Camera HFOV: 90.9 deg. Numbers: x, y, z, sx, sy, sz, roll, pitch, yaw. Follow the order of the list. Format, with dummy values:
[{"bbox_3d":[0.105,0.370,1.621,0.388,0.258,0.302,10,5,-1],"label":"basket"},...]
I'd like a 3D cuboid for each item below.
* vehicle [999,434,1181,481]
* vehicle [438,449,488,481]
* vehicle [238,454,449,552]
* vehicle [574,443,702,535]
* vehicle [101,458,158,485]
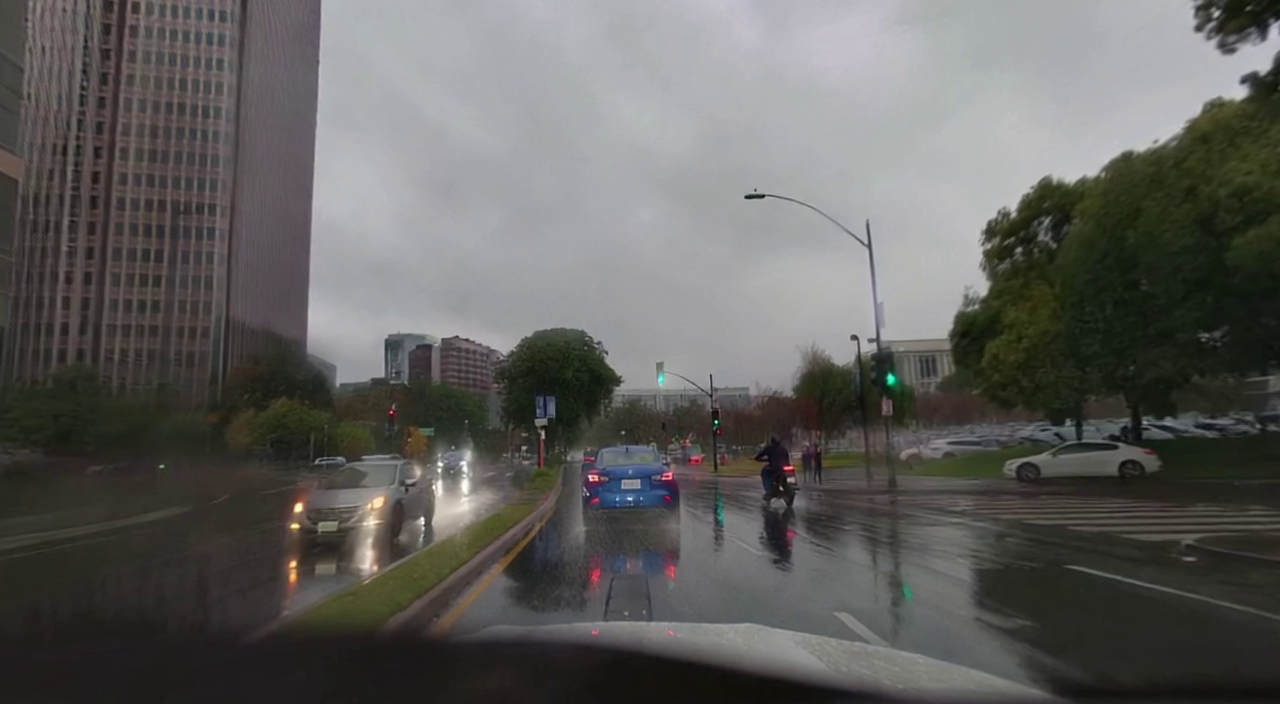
[{"bbox_3d":[15.794,3.748,22.533,5.007,1.479,1.866,-5,-10,30],"label":"vehicle"},{"bbox_3d":[-10.247,6.540,36.749,1.993,1.692,4.226,0,-9,-4],"label":"vehicle"},{"bbox_3d":[-5.124,2.627,11.644,2.079,1.392,4.088,0,-9,-3],"label":"vehicle"},{"bbox_3d":[-0.150,2.567,12.460,2.118,1.480,3.949,0,-9,-4],"label":"vehicle"},{"bbox_3d":[-37.541,8.735,46.273,4.653,1.795,2.163,-7,-11,39],"label":"vehicle"}]
